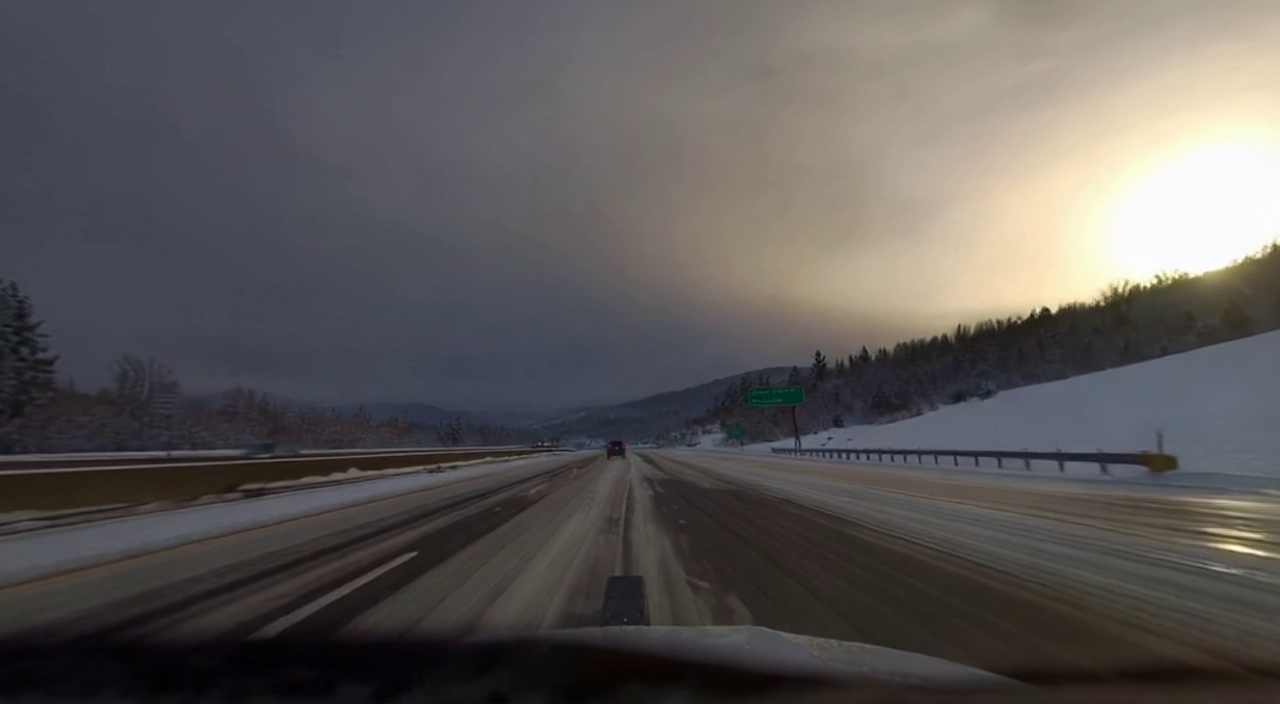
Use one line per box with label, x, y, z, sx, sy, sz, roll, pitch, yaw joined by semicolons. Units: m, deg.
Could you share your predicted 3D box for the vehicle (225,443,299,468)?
vehicle;-24.513;6.716;41.083;2.199;1.481;4.230;0;-9;-1
